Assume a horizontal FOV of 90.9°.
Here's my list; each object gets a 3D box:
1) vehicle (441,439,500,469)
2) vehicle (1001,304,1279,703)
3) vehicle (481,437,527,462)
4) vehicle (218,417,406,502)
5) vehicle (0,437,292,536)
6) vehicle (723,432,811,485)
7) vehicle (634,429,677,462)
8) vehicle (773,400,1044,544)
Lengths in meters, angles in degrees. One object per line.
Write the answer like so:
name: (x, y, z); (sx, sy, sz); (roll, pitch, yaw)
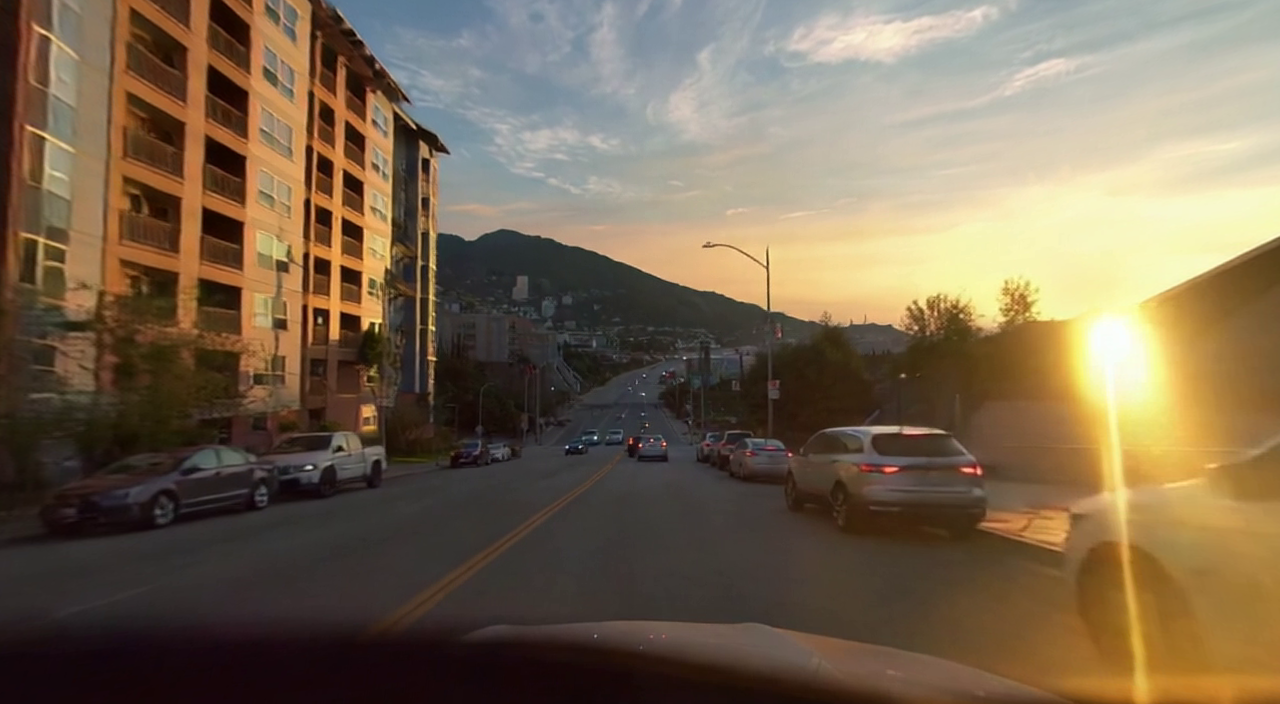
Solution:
vehicle: (-8.892, 5.394, 33.527); (2.021, 1.474, 4.337); (0, -8, -1)
vehicle: (3.775, 0.653, 1.936); (2.327, 1.864, 4.981); (0, -8, 0)
vehicle: (-8.893, 6.407, 41.482); (2.002, 1.546, 4.339); (0, -8, 0)
vehicle: (-9.067, 3.030, 18.234); (2.457, 2.048, 5.461); (0, -8, 0)
vehicle: (-9.269, 2.476, 12.374); (2.089, 1.549, 4.597); (-1, -8, 2)
vehicle: (3.873, 3.330, 20.044); (2.033, 1.470, 4.502); (0, -8, 2)
vehicle: (0.853, 5.235, 35.296); (2.261, 1.740, 4.065); (0, -8, 1)
vehicle: (3.876, 1.836, 10.343); (2.260, 1.789, 4.810); (0, -8, -1)
